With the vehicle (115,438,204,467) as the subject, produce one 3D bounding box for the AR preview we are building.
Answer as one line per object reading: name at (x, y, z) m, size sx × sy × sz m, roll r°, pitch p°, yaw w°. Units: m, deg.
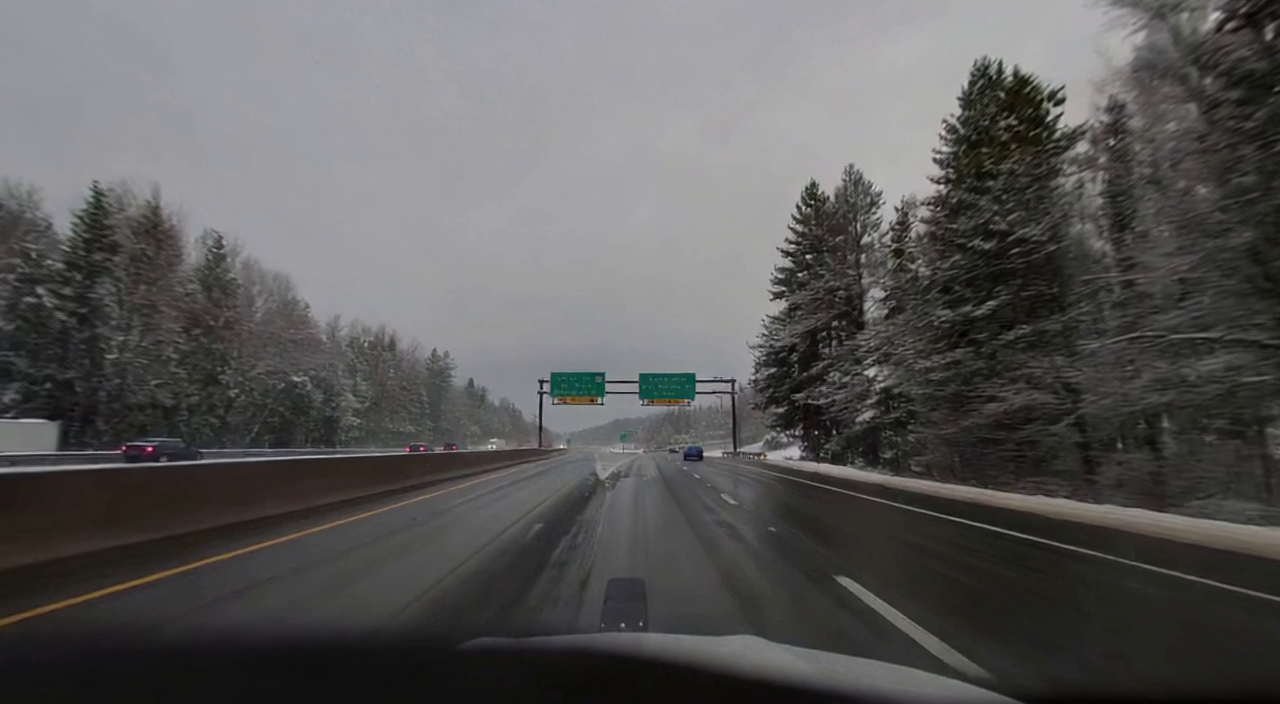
vehicle at (-31.847, 6.656, 42.043) m, size 2.168 × 1.824 × 4.932 m, roll 0°, pitch -8°, yaw -2°
